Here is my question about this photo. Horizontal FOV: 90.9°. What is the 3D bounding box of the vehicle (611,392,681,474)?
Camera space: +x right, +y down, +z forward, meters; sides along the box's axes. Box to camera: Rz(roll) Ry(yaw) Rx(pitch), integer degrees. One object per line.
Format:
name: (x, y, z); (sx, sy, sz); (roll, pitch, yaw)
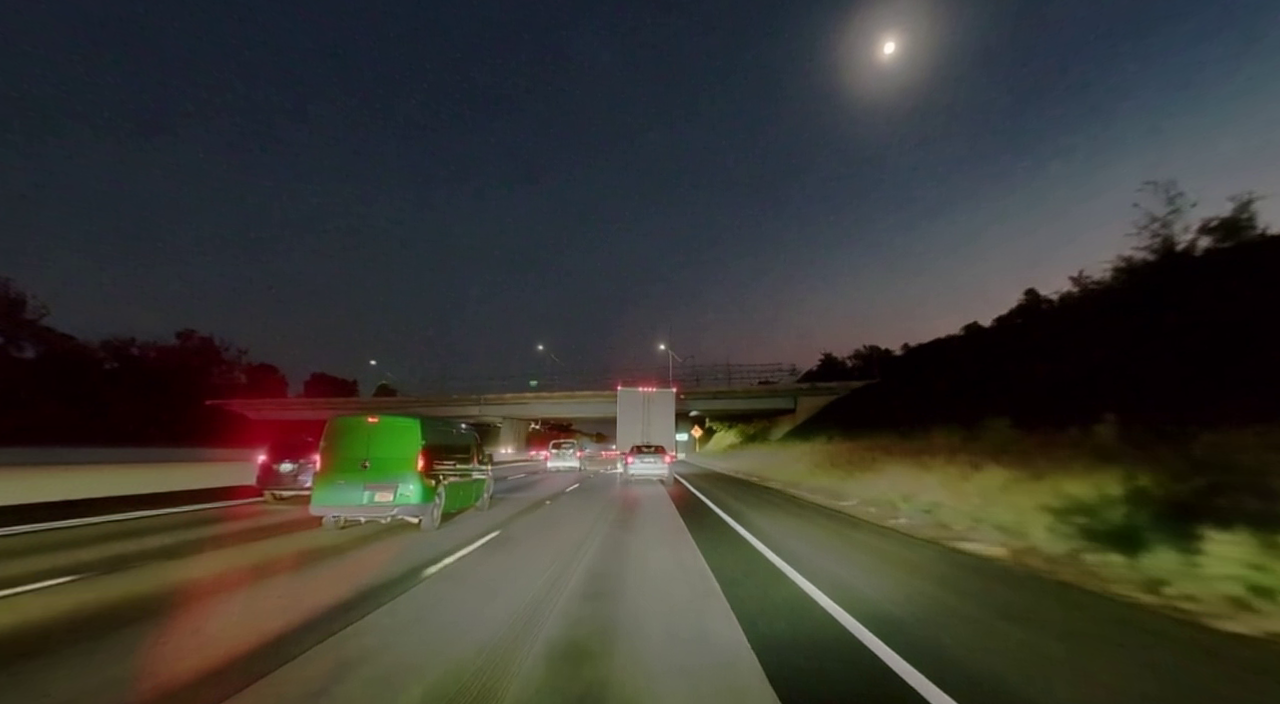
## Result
vehicle: (0.494, 5.250, 38.924); (3.289, 3.822, 18.653); (0, -9, 1)

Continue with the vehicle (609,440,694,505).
vehicle: (0.246, 3.089, 16.520); (1.991, 1.507, 3.391); (0, -9, -1)

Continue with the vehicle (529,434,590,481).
vehicle: (-3.416, 4.599, 27.651); (2.068, 1.862, 4.234); (0, -9, 1)

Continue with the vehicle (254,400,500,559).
vehicle: (-3.591, 1.830, 9.583); (1.951, 1.882, 3.979); (0, -9, 1)
